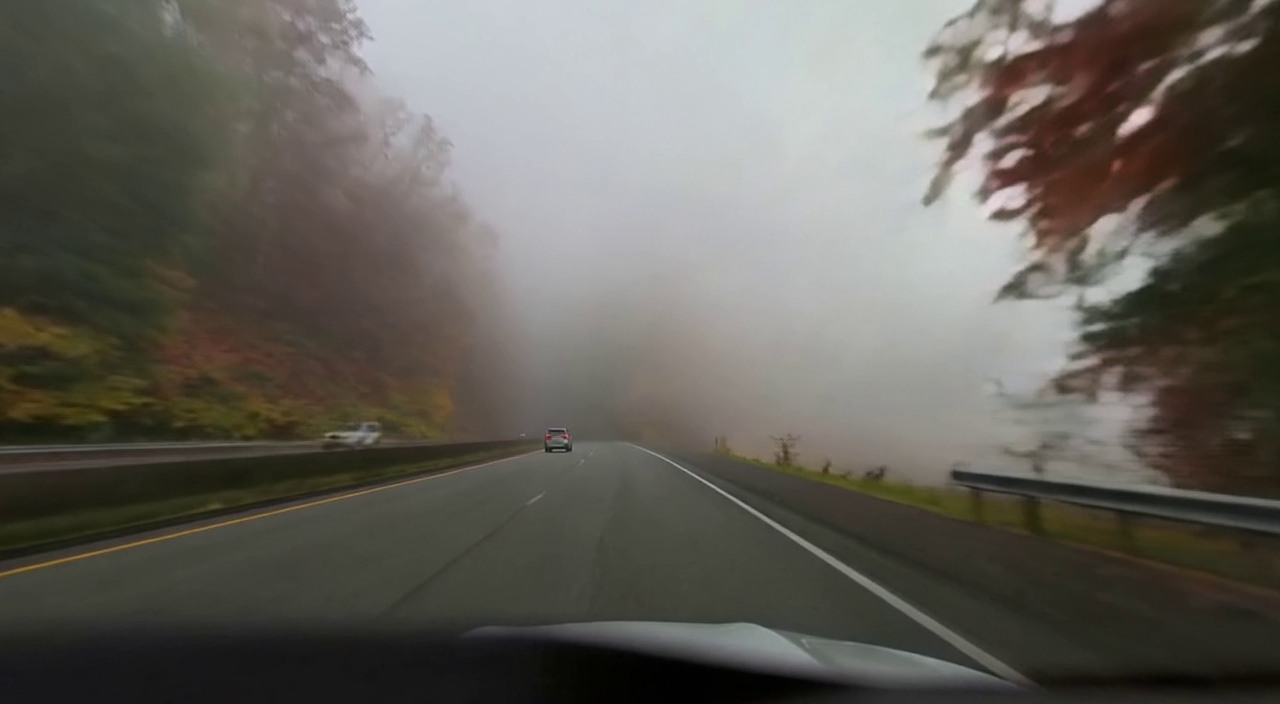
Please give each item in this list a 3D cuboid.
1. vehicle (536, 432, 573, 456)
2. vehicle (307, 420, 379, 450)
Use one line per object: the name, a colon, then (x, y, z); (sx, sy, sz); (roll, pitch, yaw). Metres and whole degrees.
vehicle: (-5.734, 6.228, 42.635); (2.073, 1.559, 4.393); (0, -8, -2)
vehicle: (-17.419, 4.947, 37.217); (1.974, 1.639, 4.948); (0, -8, -2)
